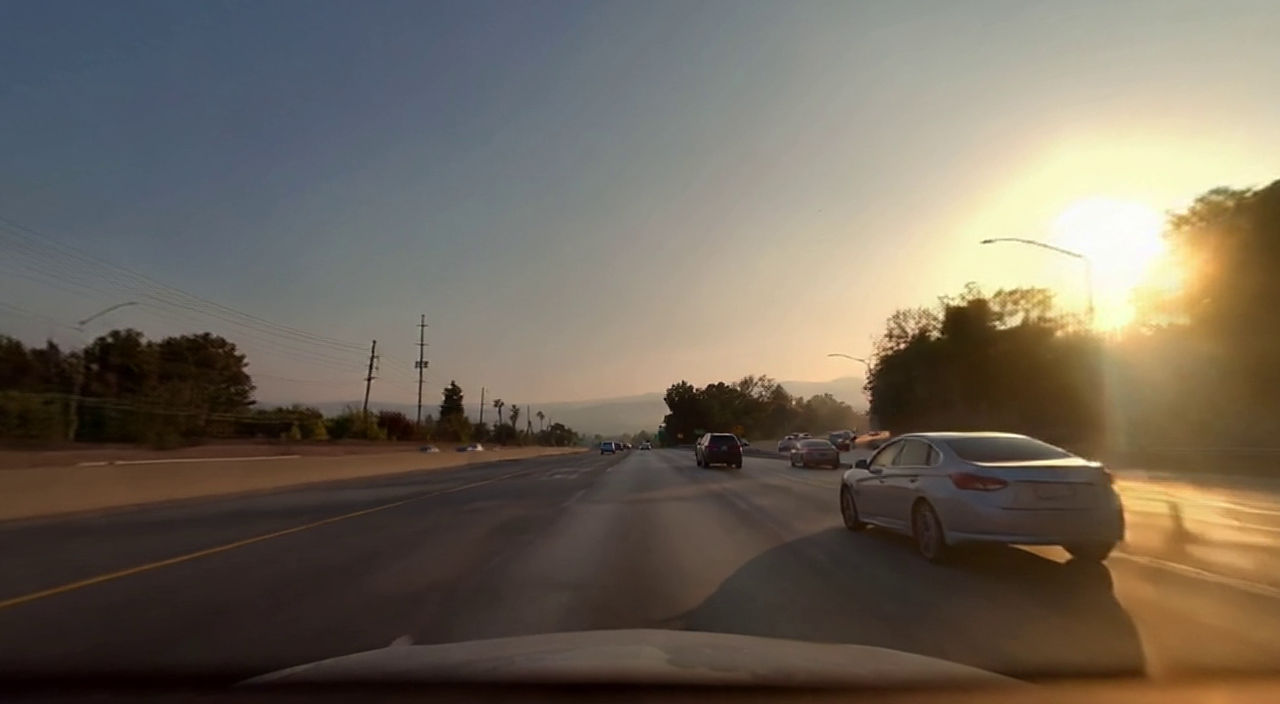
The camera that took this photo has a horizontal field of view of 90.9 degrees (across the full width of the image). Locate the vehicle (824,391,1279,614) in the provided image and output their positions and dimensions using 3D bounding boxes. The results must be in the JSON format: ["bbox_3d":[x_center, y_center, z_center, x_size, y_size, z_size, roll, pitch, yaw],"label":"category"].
[{"bbox_3d":[3.798,1.433,6.991,2.146,1.639,4.475,0,-8,0],"label":"vehicle"}]

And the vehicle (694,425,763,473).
[{"bbox_3d":[3.993,4.525,29.566,2.442,2.022,5.466,0,-8,0],"label":"vehicle"}]
